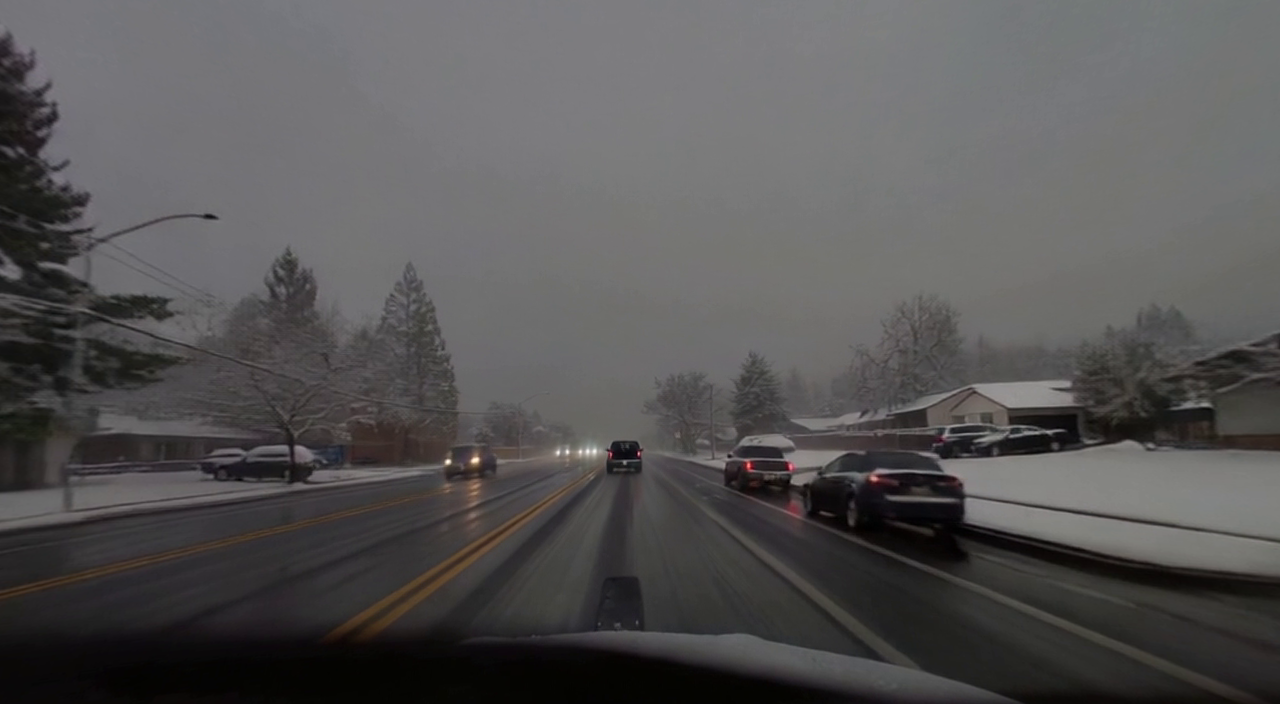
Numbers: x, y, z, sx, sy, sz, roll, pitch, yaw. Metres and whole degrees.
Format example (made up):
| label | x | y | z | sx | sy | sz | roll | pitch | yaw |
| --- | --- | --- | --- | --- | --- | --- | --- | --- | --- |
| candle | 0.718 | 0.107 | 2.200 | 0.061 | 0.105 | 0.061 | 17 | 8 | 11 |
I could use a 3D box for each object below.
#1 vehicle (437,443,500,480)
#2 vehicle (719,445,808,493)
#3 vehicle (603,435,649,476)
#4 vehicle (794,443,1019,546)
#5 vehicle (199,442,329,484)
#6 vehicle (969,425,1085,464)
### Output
| label | x | y | z | sx | sy | sz | roll | pitch | yaw |
| --- | --- | --- | --- | --- | --- | --- | --- | --- | --- |
| vehicle | -8.863 | 5.676 | 33.059 | 1.999 | 1.806 | 4.479 | 0 | -9 | 0 |
| vehicle | 4.212 | 4.074 | 22.484 | 2.001 | 1.480 | 5.022 | 0 | -9 | -2 |
| vehicle | -0.700 | 5.269 | 32.425 | 2.153 | 1.942 | 4.767 | 0 | -9 | -1 |
| vehicle | 4.472 | 2.439 | 11.608 | 1.963 | 1.469 | 4.709 | 0 | -9 | -2 |
| vehicle | -19.987 | 5.887 | 33.766 | 5.551 | 1.870 | 2.183 | -2 | -8 | -2 |
| vehicle | 18.027 | 4.319 | 29.543 | 4.172 | 1.705 | 2.032 | 1 | -9 | -7 |
